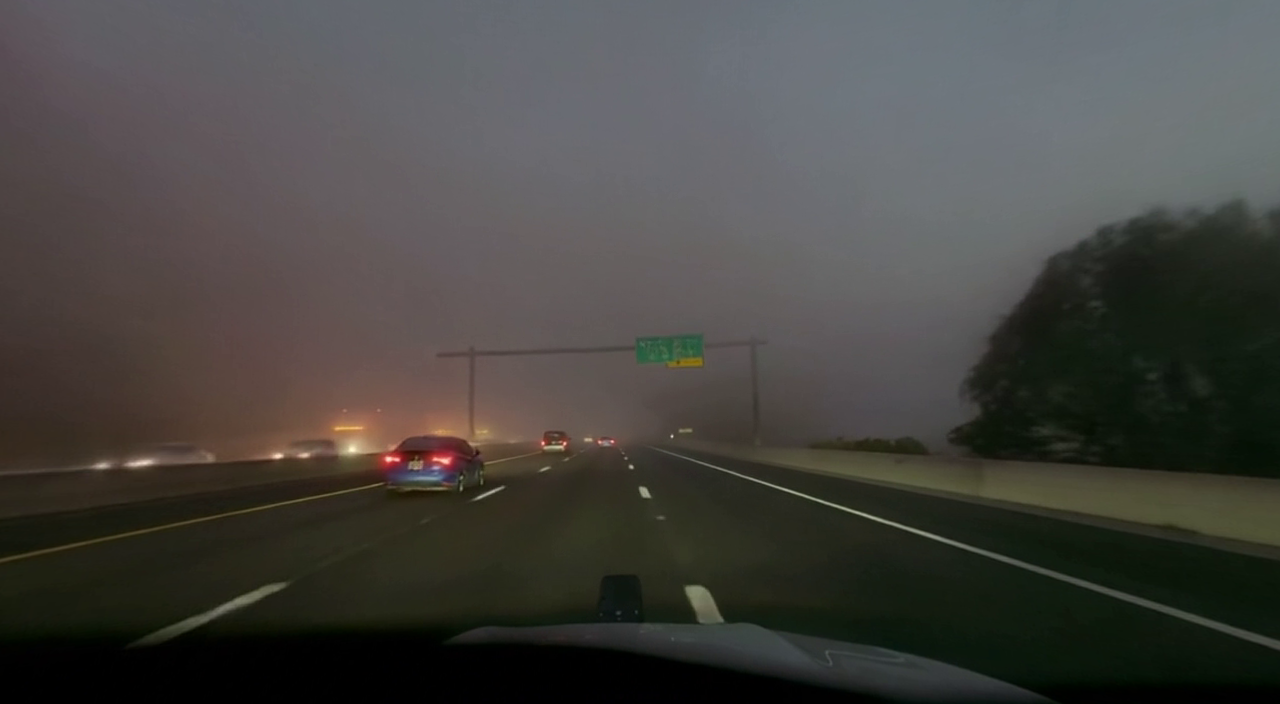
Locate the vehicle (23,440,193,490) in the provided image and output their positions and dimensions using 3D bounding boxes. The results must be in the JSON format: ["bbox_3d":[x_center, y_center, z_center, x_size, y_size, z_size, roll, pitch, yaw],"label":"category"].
[{"bbox_3d":[-17.894,3.785,21.522,1.852,1.482,4.644,0,-8,-2],"label":"vehicle"}]

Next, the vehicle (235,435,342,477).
[{"bbox_3d":[-13.786,4.054,24.963,1.849,1.482,4.322,0,-8,-2],"label":"vehicle"}]

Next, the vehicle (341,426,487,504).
[{"bbox_3d":[-5.046,2.545,14.758,1.953,1.550,4.167,0,-8,-1],"label":"vehicle"}]
